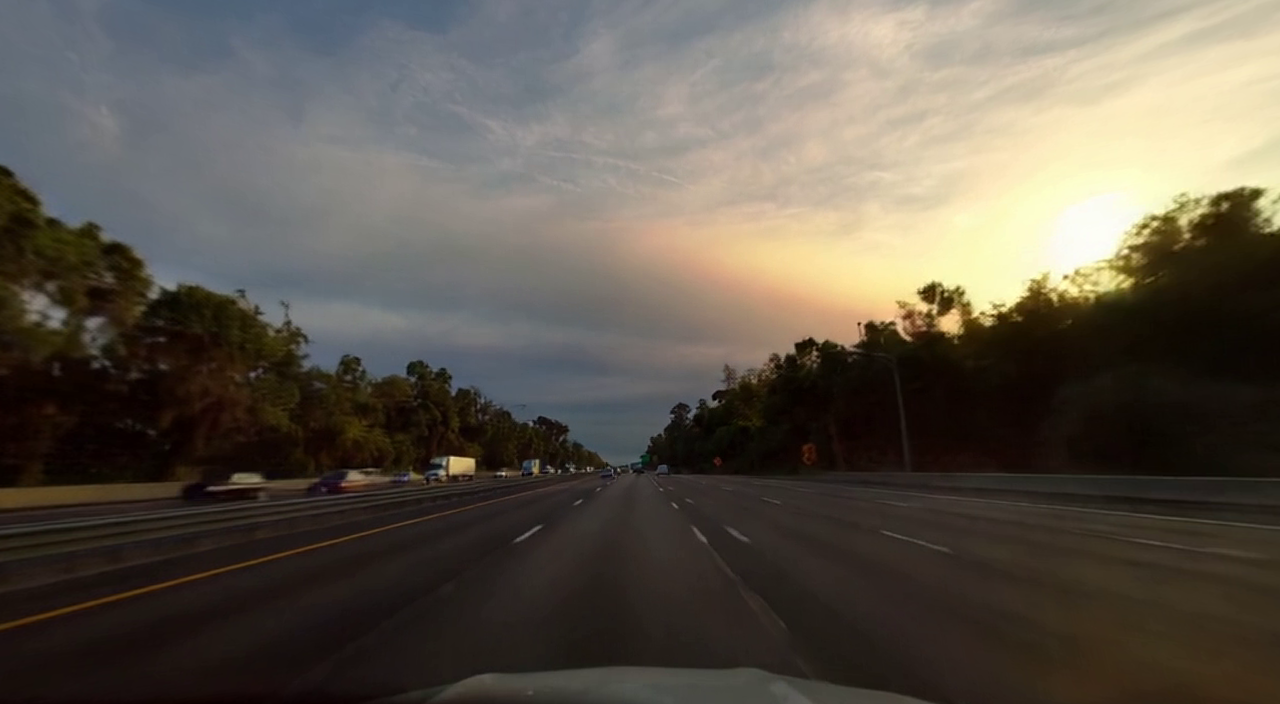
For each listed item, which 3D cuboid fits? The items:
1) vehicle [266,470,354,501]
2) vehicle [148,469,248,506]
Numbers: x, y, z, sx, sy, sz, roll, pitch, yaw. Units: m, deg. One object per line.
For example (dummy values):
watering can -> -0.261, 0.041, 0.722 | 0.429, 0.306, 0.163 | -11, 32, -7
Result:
vehicle -> -16.424, 6.646, 31.570 | 2.060, 1.374, 4.311 | 1, -10, 0
vehicle -> -20.048, 6.141, 28.688 | 1.829, 1.494, 3.597 | 1, -10, 0
